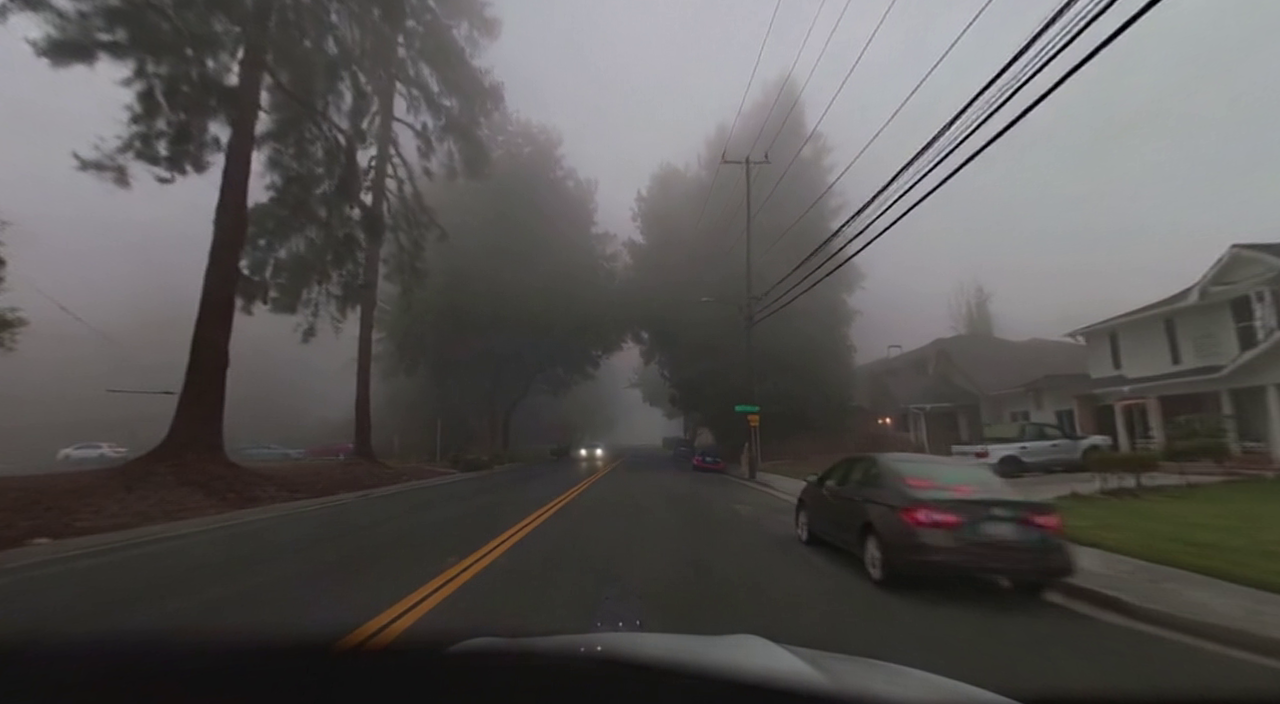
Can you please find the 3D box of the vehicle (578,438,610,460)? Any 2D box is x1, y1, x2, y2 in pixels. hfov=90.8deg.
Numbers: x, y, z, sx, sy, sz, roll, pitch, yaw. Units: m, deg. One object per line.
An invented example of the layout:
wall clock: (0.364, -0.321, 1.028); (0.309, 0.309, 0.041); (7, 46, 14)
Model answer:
vehicle: (-3.322, 7.068, 46.060); (1.839, 1.520, 3.656); (-1, -8, 3)

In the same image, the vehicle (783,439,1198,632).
vehicle: (3.181, 1.719, 7.108); (1.990, 1.435, 4.526); (0, -8, -1)

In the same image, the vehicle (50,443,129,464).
vehicle: (-41.083, 7.541, 47.190); (4.019, 1.503, 1.979); (0, -8, 0)

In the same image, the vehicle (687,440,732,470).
vehicle: (3.668, 5.547, 34.185); (1.915, 1.491, 4.642); (0, -8, 0)
